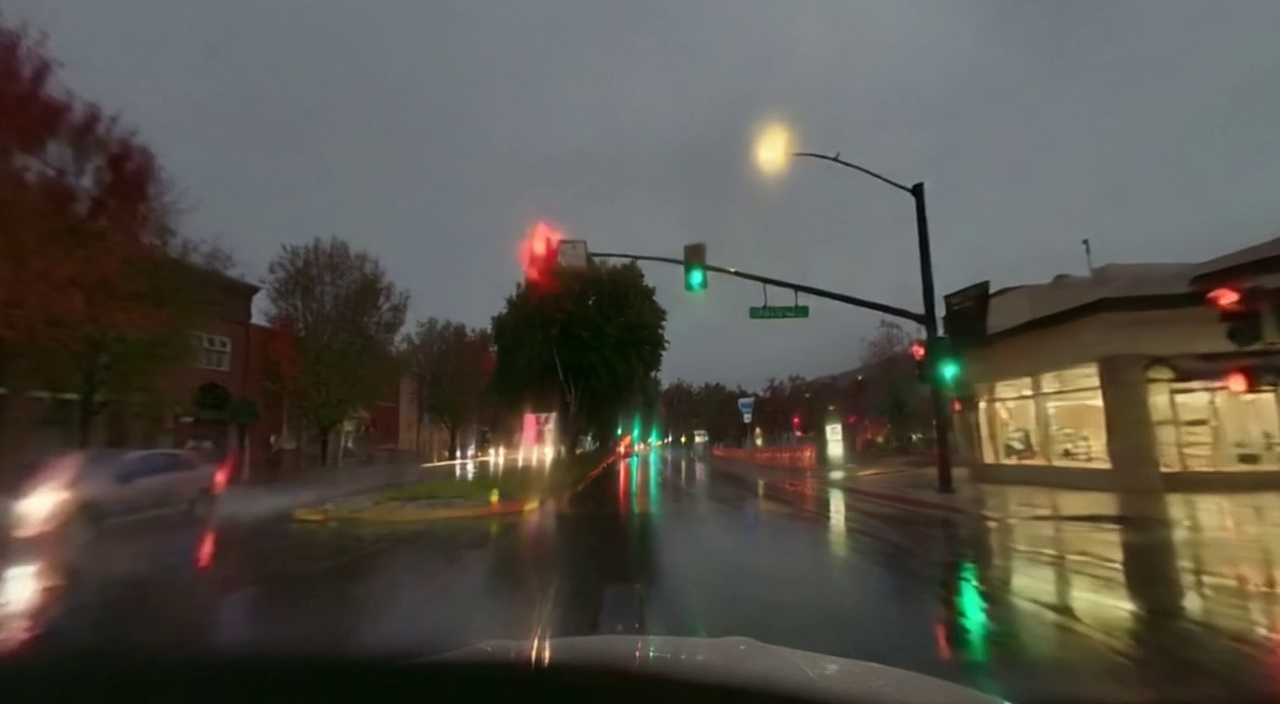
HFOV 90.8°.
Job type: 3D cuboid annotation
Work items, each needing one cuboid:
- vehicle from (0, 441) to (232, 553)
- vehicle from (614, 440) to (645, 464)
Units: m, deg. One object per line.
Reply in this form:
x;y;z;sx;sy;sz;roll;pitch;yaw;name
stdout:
-8.998;2.210;10.402;1.777;1.438;4.190;0;-8;0;vehicle
-0.737;6.737;42.559;2.045;1.510;3.690;0;-8;-2;vehicle
